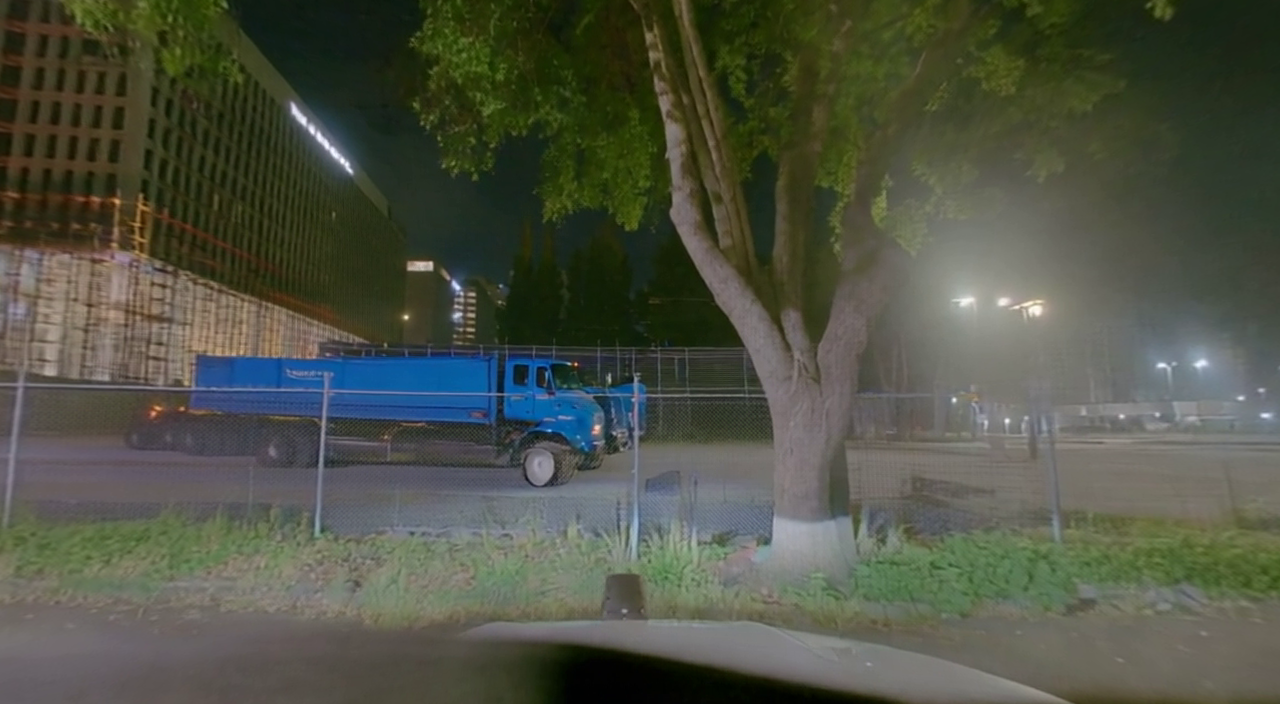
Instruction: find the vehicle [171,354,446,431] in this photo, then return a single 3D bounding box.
[{"bbox_3d":[-19.199,2.571,37.641,14.067,4.099,2.832,2,-8,-10],"label":"vehicle"}]
